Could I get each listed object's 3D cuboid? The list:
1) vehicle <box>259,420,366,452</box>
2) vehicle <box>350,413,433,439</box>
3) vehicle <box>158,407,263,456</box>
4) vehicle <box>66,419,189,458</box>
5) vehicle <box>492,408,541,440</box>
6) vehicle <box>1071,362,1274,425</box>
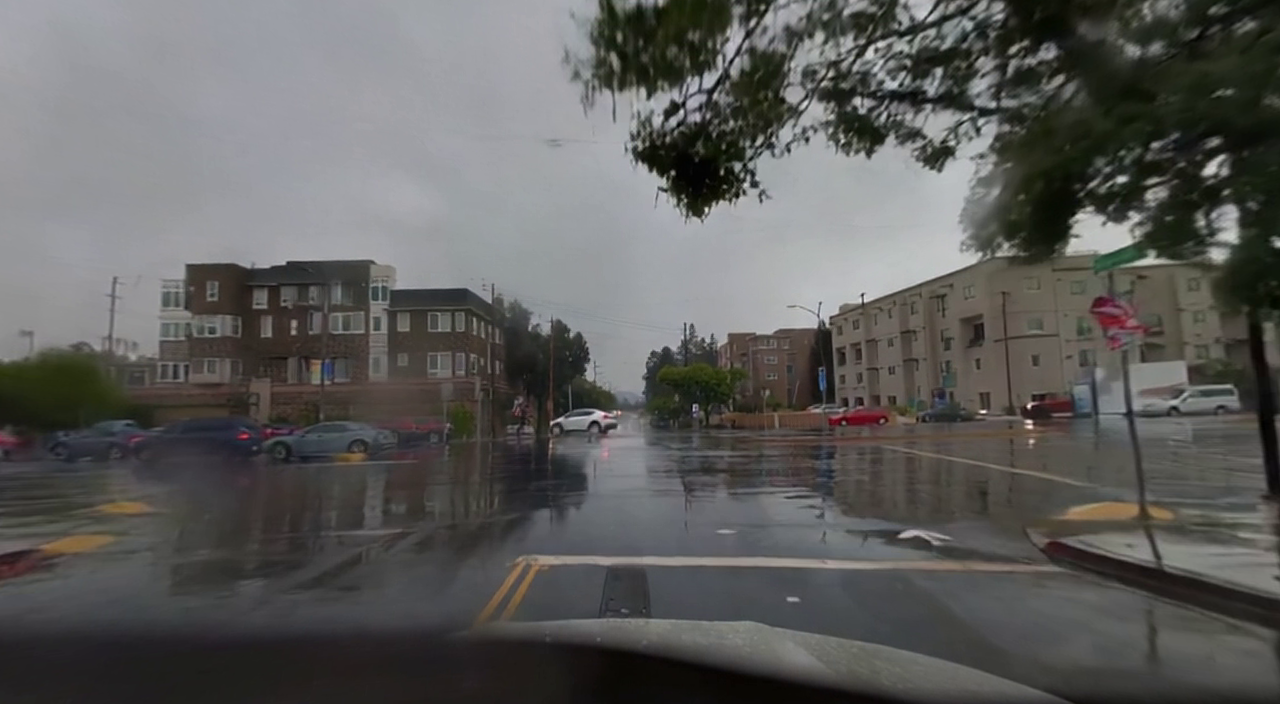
[{"bbox_3d":[-15.514,3.999,29.951,4.233,1.432,1.755,-2,-9,8],"label":"vehicle"},{"bbox_3d":[-16.234,4.906,41.373,2.010,1.583,4.582,-6,-11,36],"label":"vehicle"},{"bbox_3d":[-20.758,3.883,30.549,3.506,2.261,2.158,-1,-9,8],"label":"vehicle"},{"bbox_3d":[-25.246,4.290,31.110,4.696,1.801,1.948,-2,-9,10],"label":"vehicle"},{"bbox_3d":[-7.288,4.364,37.755,2.156,1.620,4.945,3,-9,-3],"label":"vehicle"},{"bbox_3d":[34.655,2.765,41.237,10.986,3.604,2.707,-2,-7,-4],"label":"vehicle"}]
